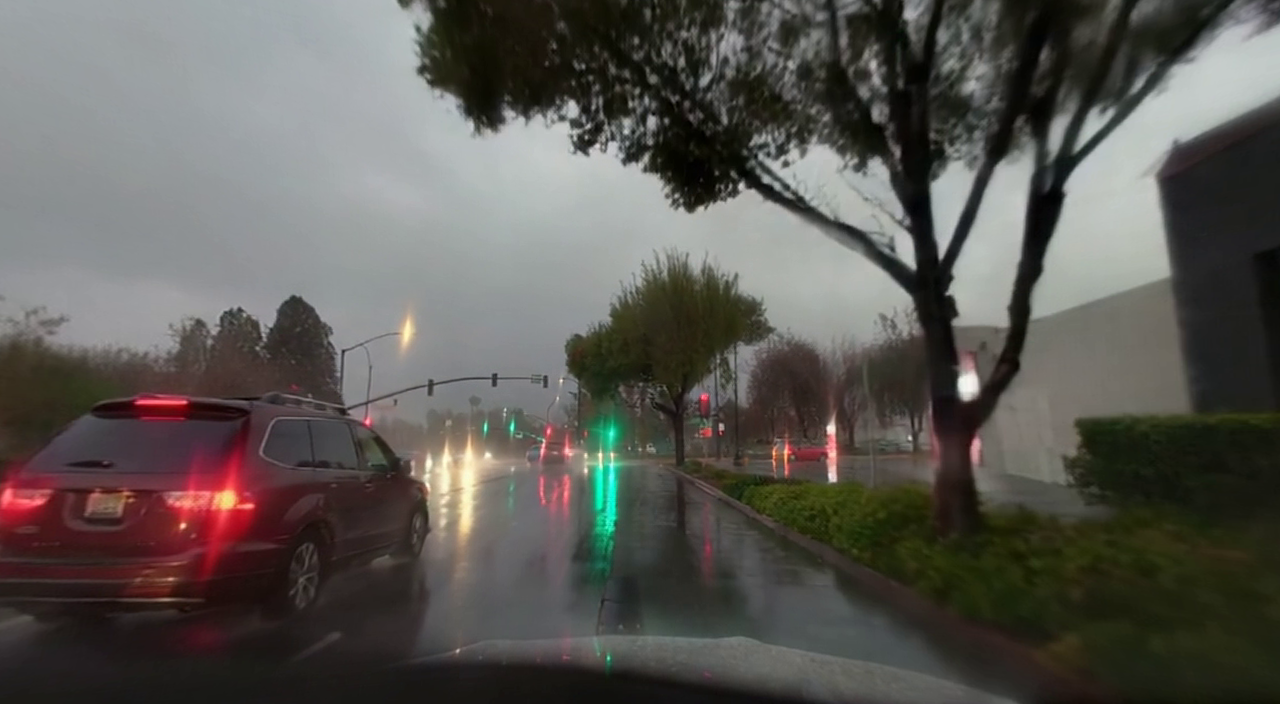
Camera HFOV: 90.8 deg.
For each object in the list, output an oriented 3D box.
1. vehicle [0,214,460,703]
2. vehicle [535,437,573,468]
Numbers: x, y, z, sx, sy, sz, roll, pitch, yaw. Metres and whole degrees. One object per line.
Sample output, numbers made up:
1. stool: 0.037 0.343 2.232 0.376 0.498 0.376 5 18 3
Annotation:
1. vehicle: -3.317 0.848 4.239 2.509 1.885 5.831 0 -9 0
2. vehicle: -5.278 6.205 39.239 2.134 1.799 5.082 1 -9 -6
